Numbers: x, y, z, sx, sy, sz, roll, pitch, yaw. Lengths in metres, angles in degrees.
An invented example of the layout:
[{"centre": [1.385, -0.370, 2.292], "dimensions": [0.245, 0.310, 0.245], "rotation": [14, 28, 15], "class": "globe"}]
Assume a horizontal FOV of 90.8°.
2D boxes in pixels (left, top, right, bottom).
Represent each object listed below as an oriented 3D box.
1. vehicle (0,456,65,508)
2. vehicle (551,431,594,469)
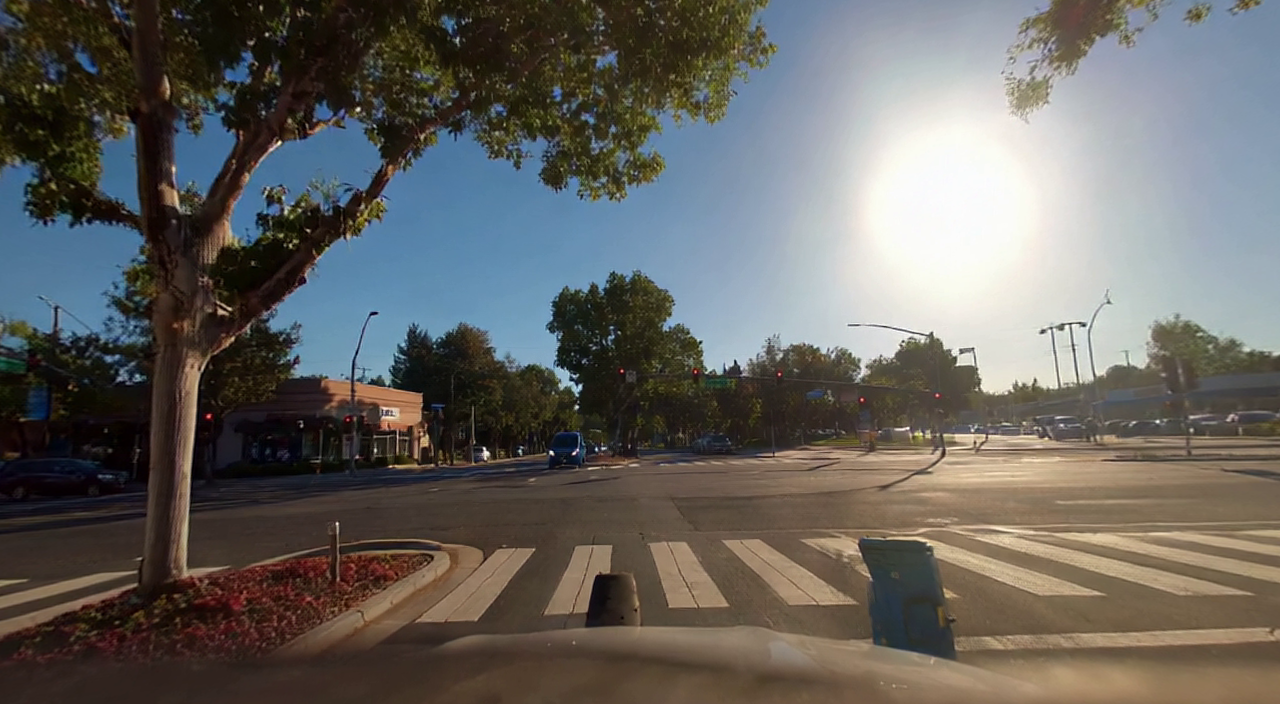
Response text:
[{"centre": [-34.593, 6.937, 34.245], "dimensions": [5.861, 2.543, 2.529], "rotation": [-4, -9, 22], "class": "vehicle"}, {"centre": [-4.608, 6.772, 43.887], "dimensions": [2.465, 2.404, 5.791], "rotation": [0, -8, -1], "class": "vehicle"}]
